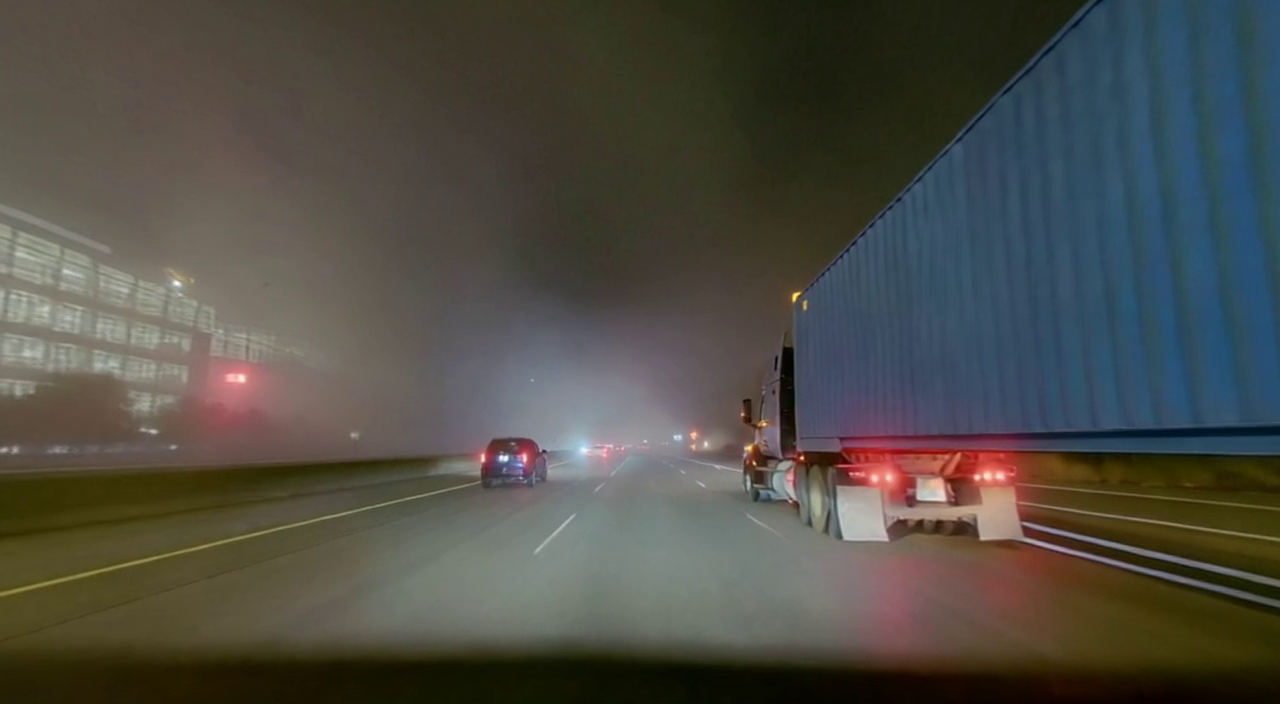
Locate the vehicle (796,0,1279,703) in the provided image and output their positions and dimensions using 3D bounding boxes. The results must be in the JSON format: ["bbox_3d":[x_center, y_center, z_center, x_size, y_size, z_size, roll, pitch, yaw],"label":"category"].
[{"bbox_3d":[3.920,-0.193,3.348,2.893,3.992,13.605,0,-8,1],"label":"vehicle"}]

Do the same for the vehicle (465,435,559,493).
[{"bbox_3d":[-3.713,3.333,19.043,1.954,1.528,4.010,0,-9,1],"label":"vehicle"}]
